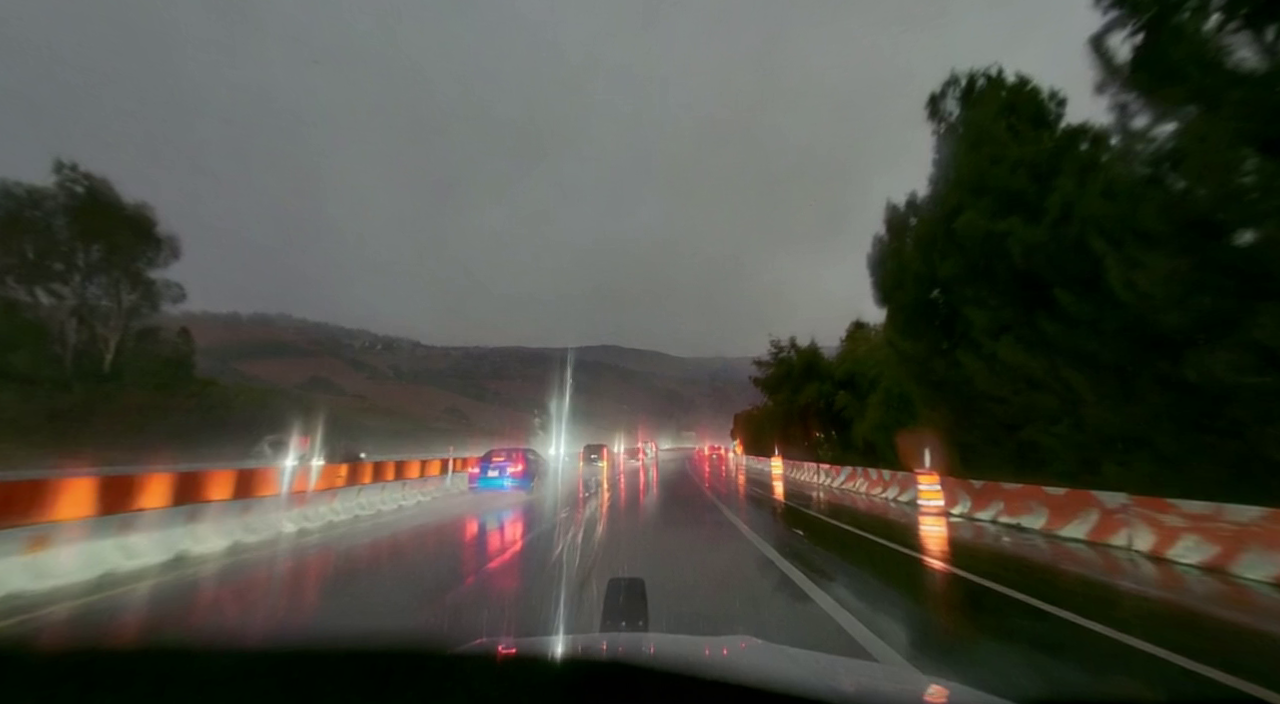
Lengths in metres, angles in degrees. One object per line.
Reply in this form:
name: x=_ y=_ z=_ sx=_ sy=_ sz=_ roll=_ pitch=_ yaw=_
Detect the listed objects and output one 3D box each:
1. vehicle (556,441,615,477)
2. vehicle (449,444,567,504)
vehicle: x=-2.369 y=4.785 z=28.270 sx=2.094 sy=1.480 sz=4.124 roll=-1 pitch=-9 yaw=3
vehicle: x=-3.169 y=3.034 z=16.062 sx=2.061 sy=1.330 sz=3.928 roll=0 pitch=-9 yaw=2
